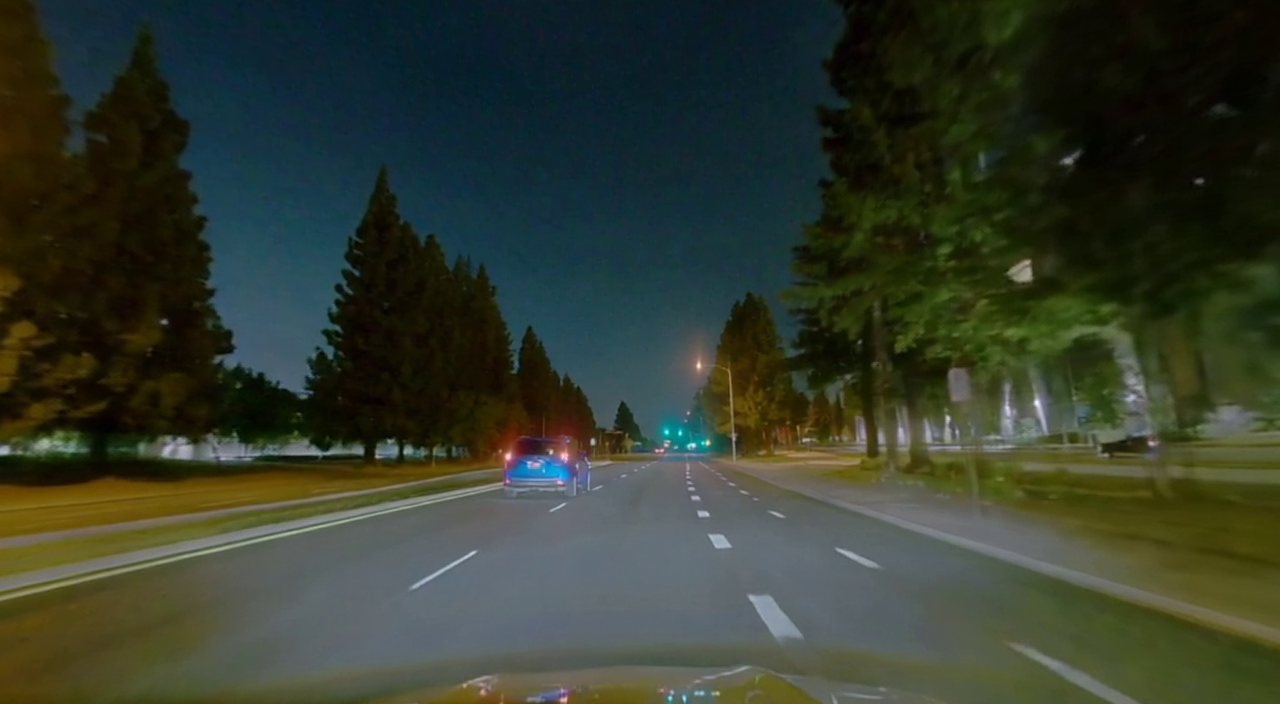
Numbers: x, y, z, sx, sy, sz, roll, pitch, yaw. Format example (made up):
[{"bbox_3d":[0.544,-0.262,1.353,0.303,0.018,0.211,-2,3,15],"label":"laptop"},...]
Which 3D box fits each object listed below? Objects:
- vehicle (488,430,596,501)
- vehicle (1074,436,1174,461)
[{"bbox_3d":[-2.554,3.115,17.708,2.121,1.724,4.392,0,-9,2],"label":"vehicle"},{"bbox_3d":[33.674,6.732,44.051,5.239,1.663,1.977,0,-9,3],"label":"vehicle"}]
